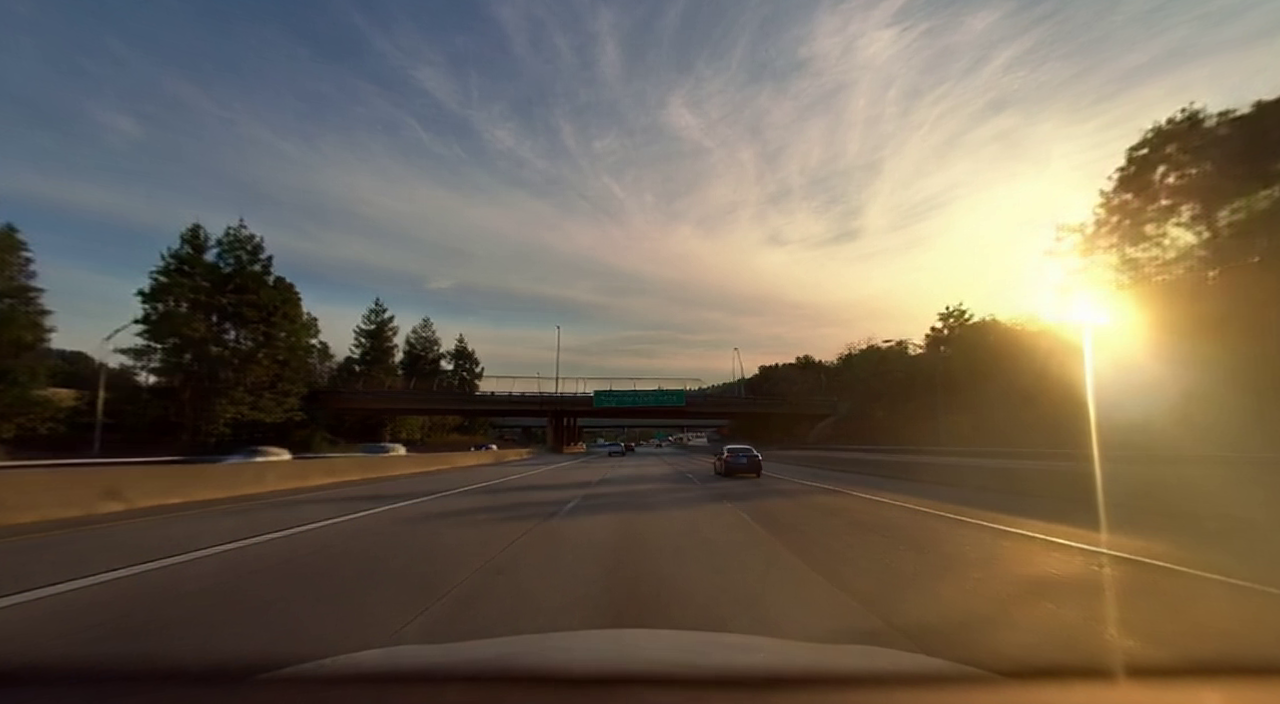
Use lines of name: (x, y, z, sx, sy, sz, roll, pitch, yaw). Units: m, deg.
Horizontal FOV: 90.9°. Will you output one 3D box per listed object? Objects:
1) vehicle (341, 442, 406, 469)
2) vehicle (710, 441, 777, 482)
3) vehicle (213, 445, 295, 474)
vehicle: (-17.442, 6.763, 41.527, 2.055, 1.682, 4.951, 0, -8, 1)
vehicle: (4.067, 4.369, 25.541, 1.908, 1.483, 4.259, 0, -8, -1)
vehicle: (-25.092, 6.967, 41.265, 2.008, 1.763, 5.223, 0, -8, 1)
